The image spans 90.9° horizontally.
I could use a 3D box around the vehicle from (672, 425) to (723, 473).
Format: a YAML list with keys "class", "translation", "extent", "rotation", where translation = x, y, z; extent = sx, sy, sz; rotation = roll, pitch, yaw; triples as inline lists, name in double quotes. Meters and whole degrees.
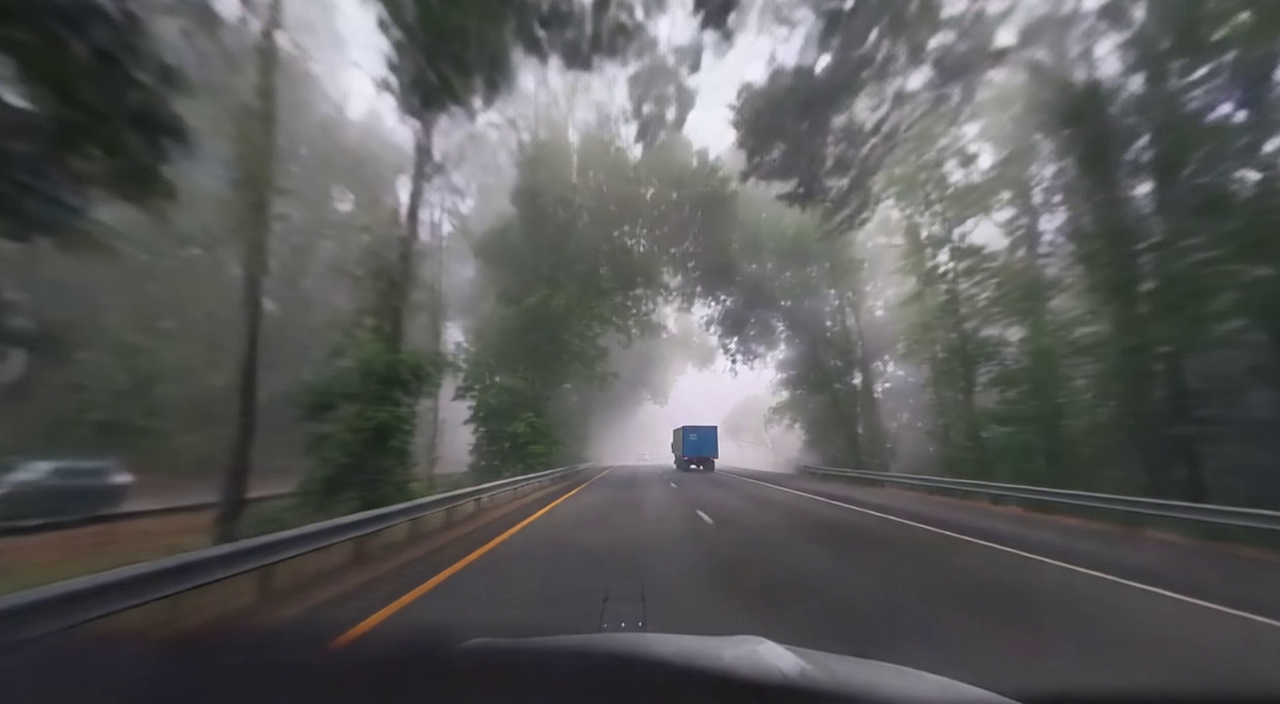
- class: "vehicle"
  translation: [3.581, 6.225, 40.352]
  extent: [2.572, 2.795, 5.978]
  rotation: [0, -9, -1]
